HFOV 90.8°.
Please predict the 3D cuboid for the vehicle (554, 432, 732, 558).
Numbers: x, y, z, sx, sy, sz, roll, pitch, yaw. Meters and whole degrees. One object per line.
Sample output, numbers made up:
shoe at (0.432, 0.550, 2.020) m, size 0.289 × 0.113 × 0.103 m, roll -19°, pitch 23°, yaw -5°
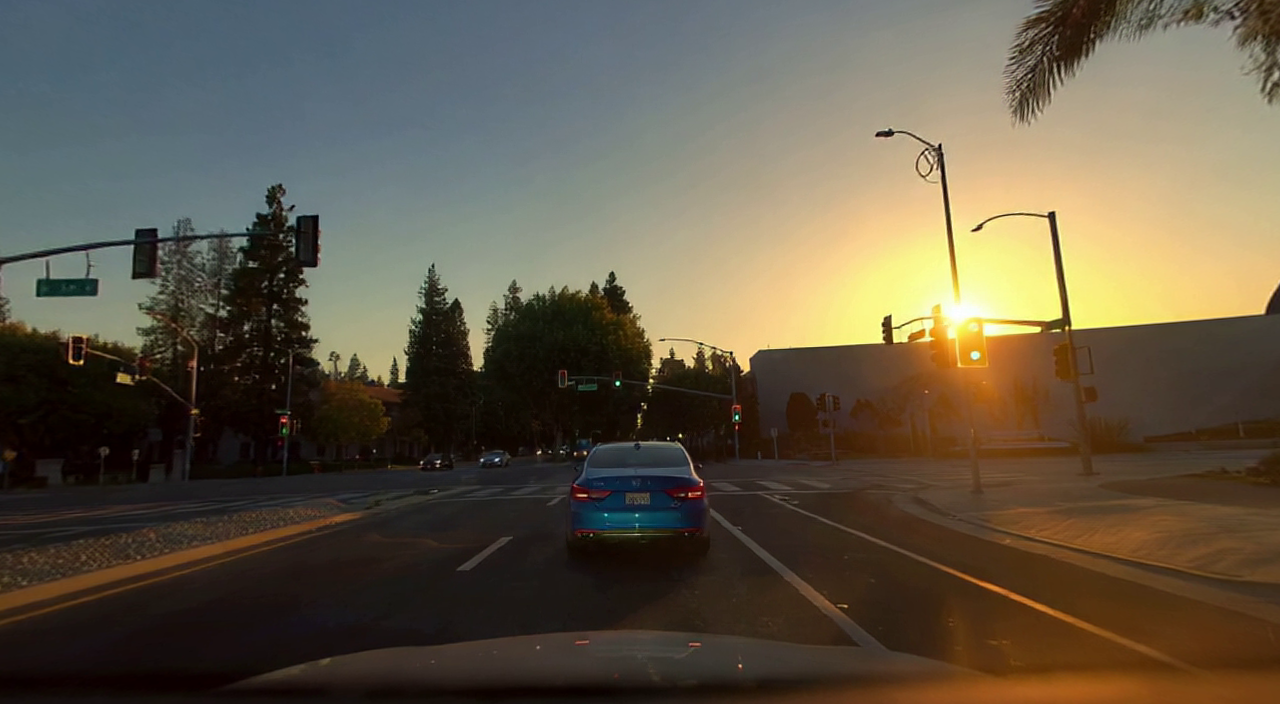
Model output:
vehicle at (0.005, 1.999, 9.523) m, size 2.107 × 1.470 × 3.974 m, roll 0°, pitch -9°, yaw -1°
